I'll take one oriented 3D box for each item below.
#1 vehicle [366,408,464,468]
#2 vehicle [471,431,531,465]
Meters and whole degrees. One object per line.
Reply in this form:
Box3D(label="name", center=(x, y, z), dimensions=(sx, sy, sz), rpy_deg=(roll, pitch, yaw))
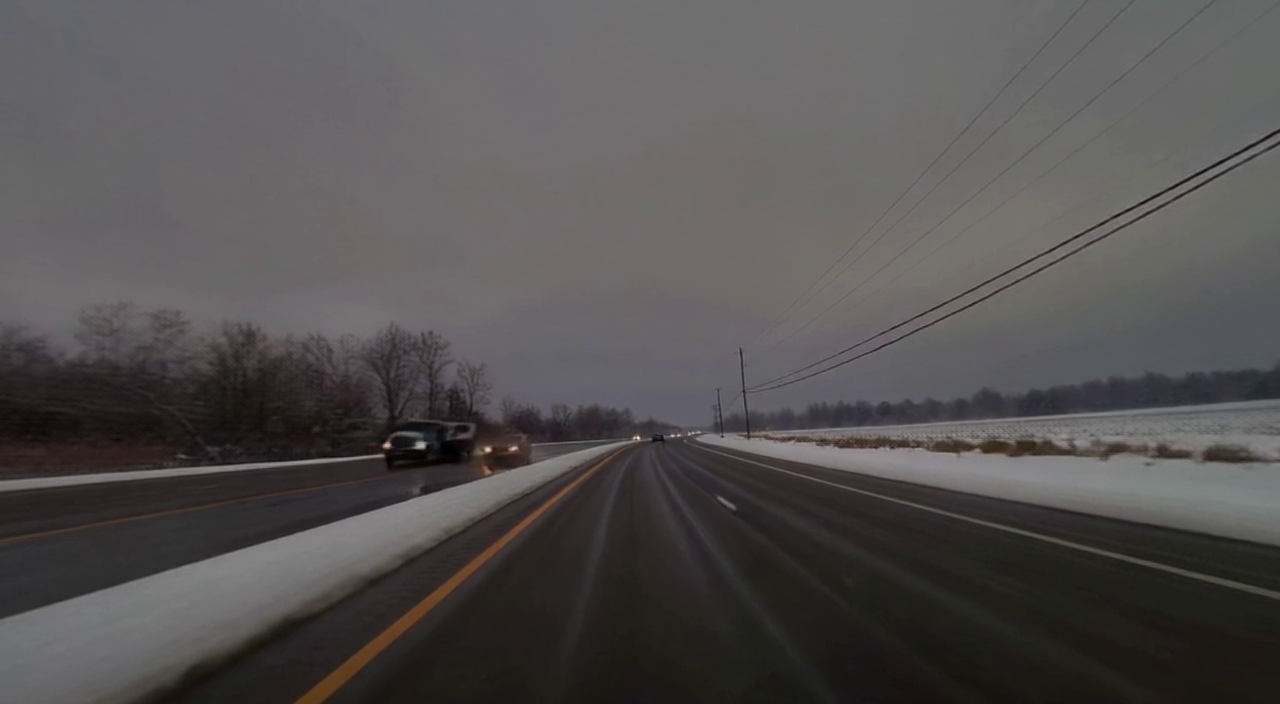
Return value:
Box3D(label="vehicle", center=(-10.838, 4.210, 30.910), dimensions=(2.464, 2.612, 5.995), rpy_deg=(0, -8, 1))
Box3D(label="vehicle", center=(-7.034, 4.886, 32.272), dimensions=(2.015, 1.597, 4.252), rpy_deg=(0, -8, 1))
